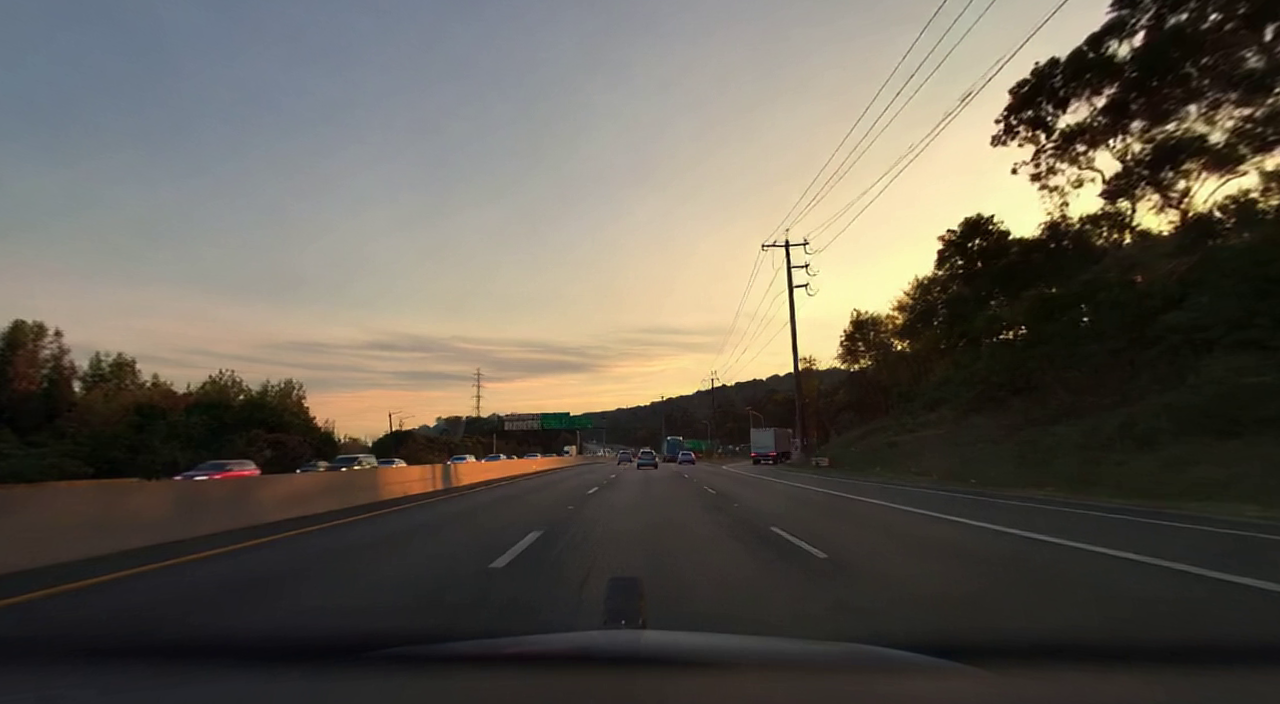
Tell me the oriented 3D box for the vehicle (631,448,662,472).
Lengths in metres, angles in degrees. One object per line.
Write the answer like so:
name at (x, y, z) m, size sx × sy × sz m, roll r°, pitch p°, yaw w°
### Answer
vehicle at (0.472, 7.572, 44.386) m, size 2.111 × 1.599 × 3.859 m, roll 0°, pitch -9°, yaw 1°

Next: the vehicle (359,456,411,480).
vehicle at (-18.896, 8.597, 46.865) m, size 1.801 × 1.638 × 4.739 m, roll 0°, pitch -9°, yaw 1°

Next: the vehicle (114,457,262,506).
vehicle at (-15.499, 4.428, 21.983) m, size 1.916 × 1.470 × 4.366 m, roll 0°, pitch -9°, yaw 0°

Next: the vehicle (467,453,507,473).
vehicle at (-11.498, 8.353, 47.653) m, size 1.903 × 1.432 × 4.475 m, roll 0°, pitch -9°, yaw 1°
